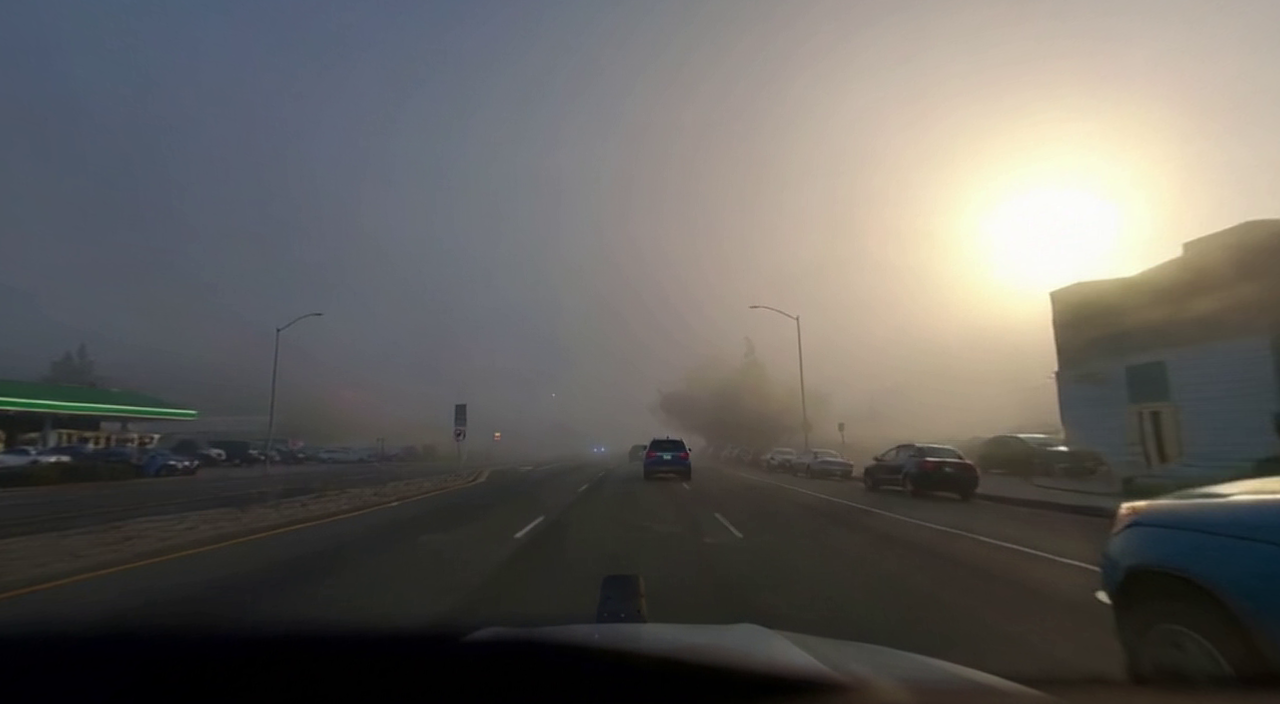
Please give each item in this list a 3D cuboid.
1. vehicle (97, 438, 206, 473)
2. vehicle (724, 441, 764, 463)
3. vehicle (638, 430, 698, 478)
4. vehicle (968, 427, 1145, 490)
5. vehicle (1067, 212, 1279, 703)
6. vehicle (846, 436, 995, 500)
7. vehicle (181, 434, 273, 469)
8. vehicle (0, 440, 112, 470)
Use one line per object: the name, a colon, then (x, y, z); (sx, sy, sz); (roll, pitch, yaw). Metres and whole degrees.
vehicle: (-26.246, 5.576, 33.957); (1.922, 1.755, 4.511); (-1, -9, 6)
vehicle: (7.418, 7.152, 45.134); (2.055, 1.508, 4.782); (0, -8, 0)
vehicle: (1.141, 4.352, 26.987); (2.317, 1.857, 5.150); (0, -8, 1)
vehicle: (12.680, 3.276, 19.615); (2.019, 1.711, 4.862); (1, -9, -3)
vehicle: (2.997, 0.346, 0.285); (2.246, 1.963, 4.777); (0, -8, 1)
vehicle: (7.334, 3.063, 17.053); (1.818, 1.459, 4.806); (0, -9, 0)
vehicle: (-25.733, 6.216, 39.392); (2.086, 1.967, 5.297); (0, -9, 1)
vehicle: (-31.600, 5.545, 34.073); (1.920, 1.446, 4.448); (-2, -8, 2)
